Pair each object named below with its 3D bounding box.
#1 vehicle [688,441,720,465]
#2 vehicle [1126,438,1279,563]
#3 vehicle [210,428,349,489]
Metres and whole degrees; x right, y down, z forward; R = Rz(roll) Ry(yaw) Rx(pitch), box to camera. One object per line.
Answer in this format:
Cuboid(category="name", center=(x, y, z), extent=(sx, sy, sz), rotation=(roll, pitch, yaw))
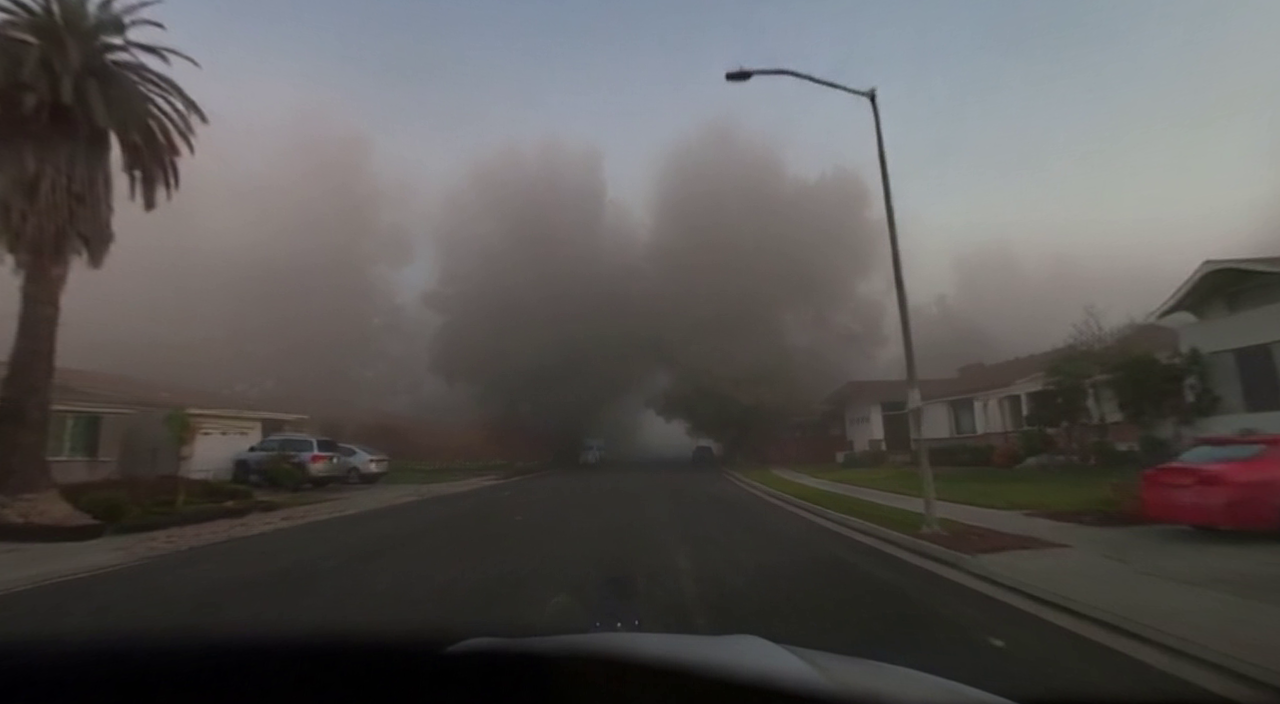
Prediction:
Cuboid(category="vehicle", center=(4.946, 7.882, 49.298), extent=(2.176, 1.762, 4.622), rotation=(-1, -9, 2))
Cuboid(category="vehicle", center=(9.078, 1.776, 8.018), extent=(4.352, 1.355, 1.852), rotation=(0, -9, -5))
Cuboid(category="vehicle", center=(-13.562, 4.095, 23.935), extent=(3.918, 1.719, 1.988), rotation=(-3, -21, -2))
